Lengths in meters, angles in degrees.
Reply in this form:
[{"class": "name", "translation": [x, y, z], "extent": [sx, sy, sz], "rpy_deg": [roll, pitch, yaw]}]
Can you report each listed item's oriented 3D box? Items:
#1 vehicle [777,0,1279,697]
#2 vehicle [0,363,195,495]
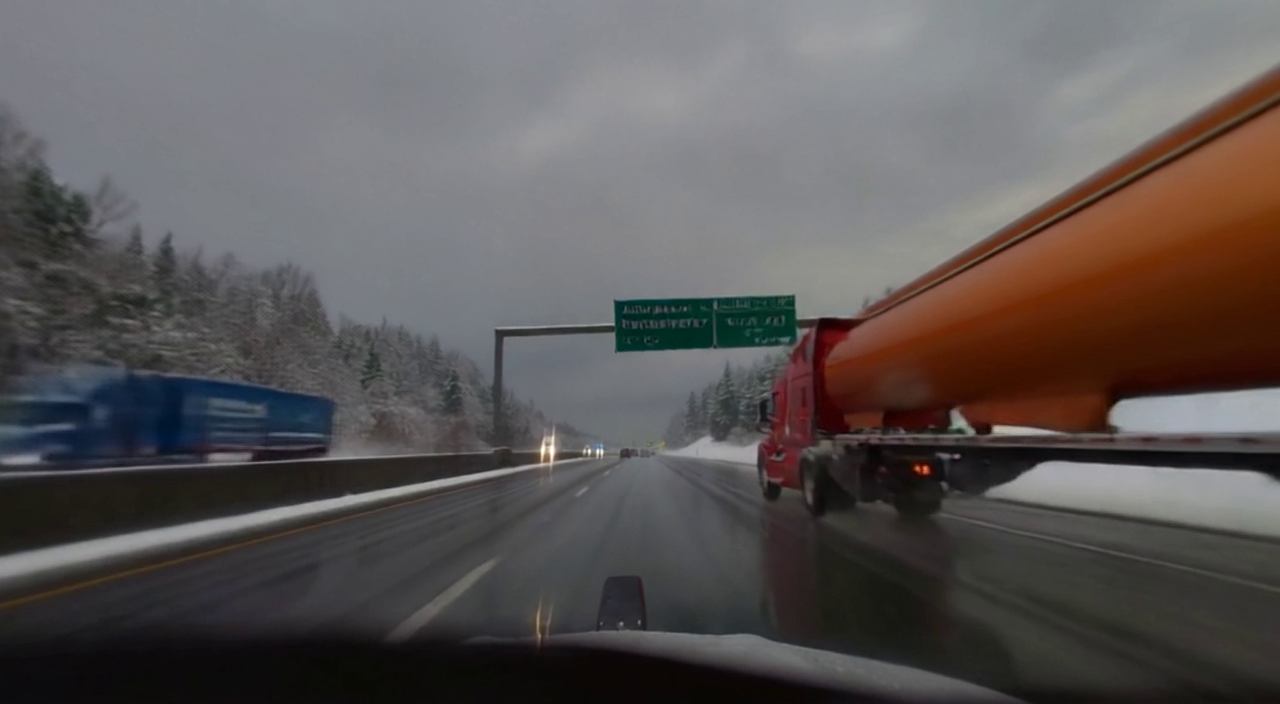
[{"class": "vehicle", "translation": [4.353, 0.012, 6.118], "extent": [2.784, 4.080, 13.516], "rpy_deg": [-2, -9, -1]}, {"class": "vehicle", "translation": [-19.007, 2.715, 21.553], "extent": [2.983, 3.887, 5.918], "rpy_deg": [0, -9, 0]}]
